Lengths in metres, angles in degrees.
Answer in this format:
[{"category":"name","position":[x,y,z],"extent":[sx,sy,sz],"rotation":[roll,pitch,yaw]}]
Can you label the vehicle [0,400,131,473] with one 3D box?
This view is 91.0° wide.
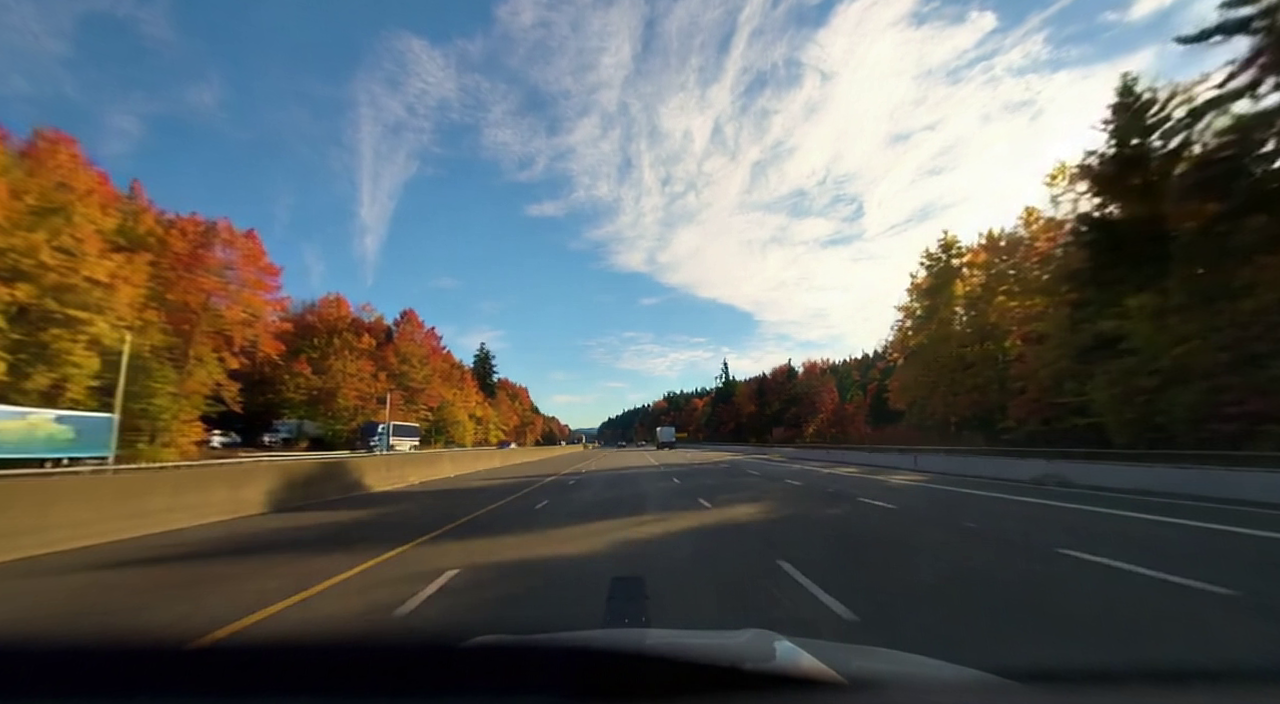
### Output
[{"category":"vehicle","position":[-32.502,4.665,33.846],"extent":[3.022,3.420,8.632],"rotation":[-3,-9,-1]}]
